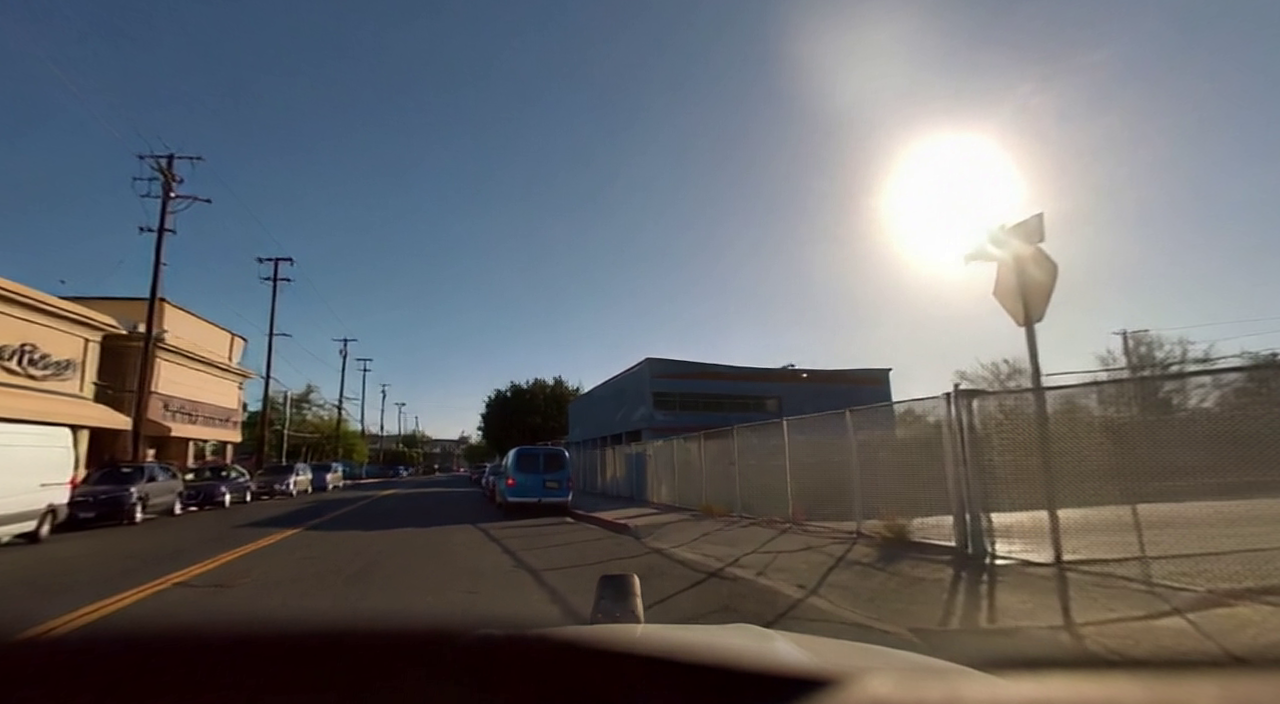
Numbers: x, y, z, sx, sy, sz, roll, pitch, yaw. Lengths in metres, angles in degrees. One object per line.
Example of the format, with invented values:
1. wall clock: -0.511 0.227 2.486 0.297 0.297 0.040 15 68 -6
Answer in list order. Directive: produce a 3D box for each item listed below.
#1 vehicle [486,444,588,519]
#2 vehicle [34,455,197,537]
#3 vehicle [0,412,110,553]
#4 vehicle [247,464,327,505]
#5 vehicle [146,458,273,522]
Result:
1. vehicle: -3.524 4.074 20.497 2.327 2.021 5.850 3 -10 -18
2. vehicle: -14.018 3.805 17.237 1.857 1.908 4.081 3 -10 -18
3. vehicle: -12.286 2.478 11.420 2.435 2.308 4.937 -2 -11 -19
4. vehicle: -19.008 7.104 34.348 2.504 1.919 5.658 3 -10 -16
5. vehicle: -15.846 5.023 23.711 2.304 1.937 5.720 1 -9 -18
